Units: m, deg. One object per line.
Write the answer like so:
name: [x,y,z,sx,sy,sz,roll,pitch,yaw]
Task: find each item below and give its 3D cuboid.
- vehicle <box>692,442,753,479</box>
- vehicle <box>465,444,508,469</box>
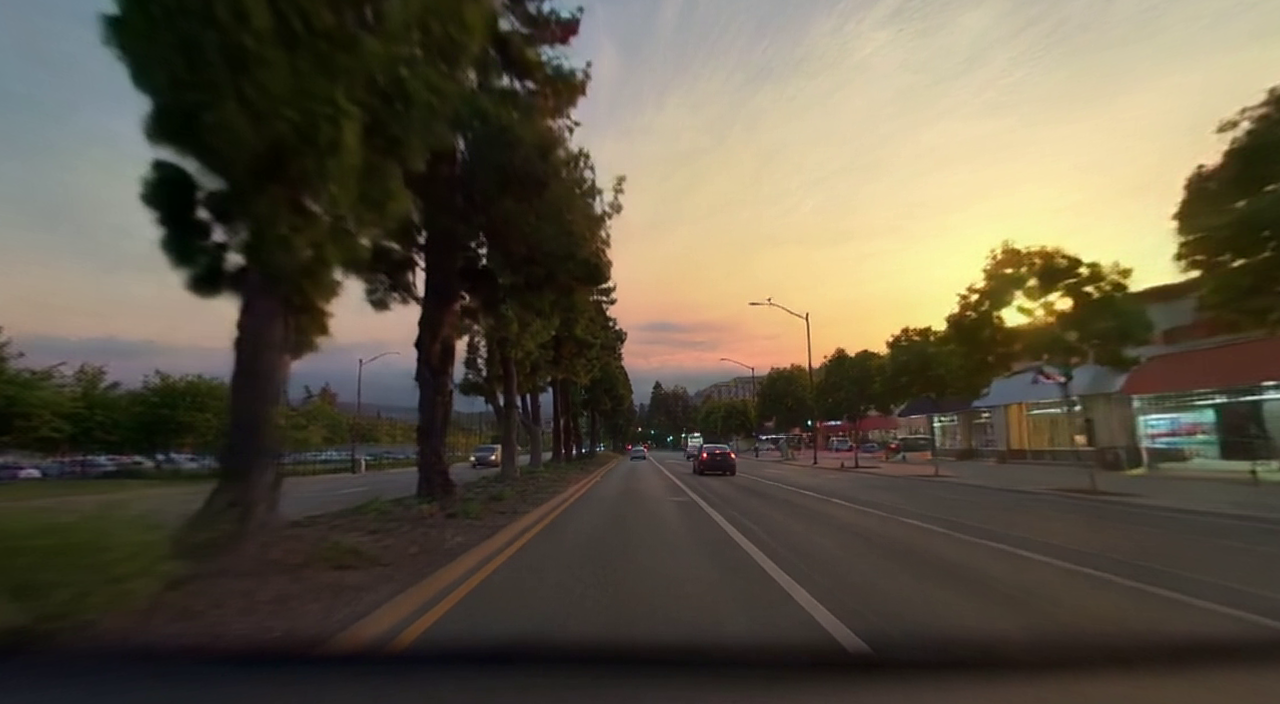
vehicle: [3.493,4.717,27.679,1.983,1.482,4.463,0,-9,-1]
vehicle: [-11.921,8.155,49.449,2.116,1.789,4.889,0,-9,0]
